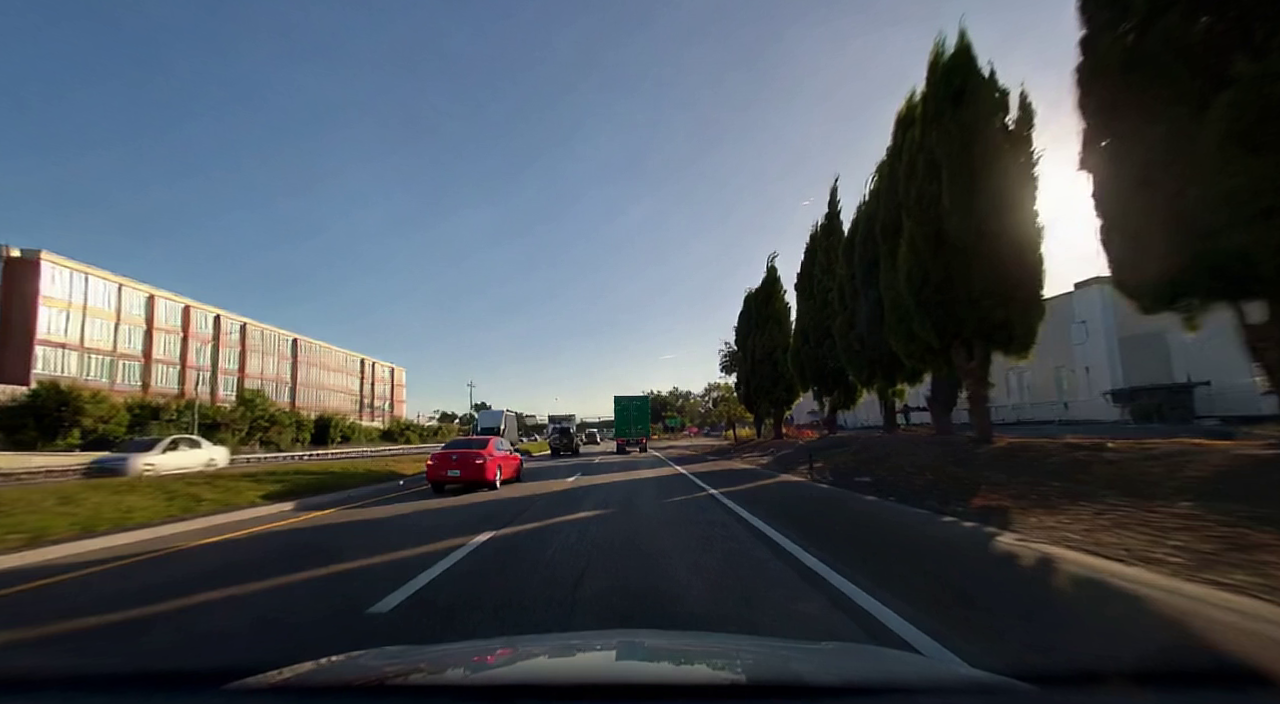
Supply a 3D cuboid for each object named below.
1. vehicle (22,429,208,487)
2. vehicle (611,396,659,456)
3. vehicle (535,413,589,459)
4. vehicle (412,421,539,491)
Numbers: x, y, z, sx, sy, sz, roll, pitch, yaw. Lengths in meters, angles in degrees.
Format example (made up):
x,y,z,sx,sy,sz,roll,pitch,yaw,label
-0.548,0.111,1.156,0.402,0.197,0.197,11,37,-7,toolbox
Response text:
x,y,z,sx,sy,sz,roll,pitch,yaw,label
-17.155,3.462,21.037,1.942,1.687,5.011,0,-8,-1,vehicle
-0.484,5.735,48.255,3.259,4.066,9.891,0,-8,-2,vehicle
-4.826,5.379,40.303,2.717,2.714,6.997,0,-8,-2,vehicle
-4.182,2.731,17.030,2.005,1.602,5.131,0,-8,1,vehicle
